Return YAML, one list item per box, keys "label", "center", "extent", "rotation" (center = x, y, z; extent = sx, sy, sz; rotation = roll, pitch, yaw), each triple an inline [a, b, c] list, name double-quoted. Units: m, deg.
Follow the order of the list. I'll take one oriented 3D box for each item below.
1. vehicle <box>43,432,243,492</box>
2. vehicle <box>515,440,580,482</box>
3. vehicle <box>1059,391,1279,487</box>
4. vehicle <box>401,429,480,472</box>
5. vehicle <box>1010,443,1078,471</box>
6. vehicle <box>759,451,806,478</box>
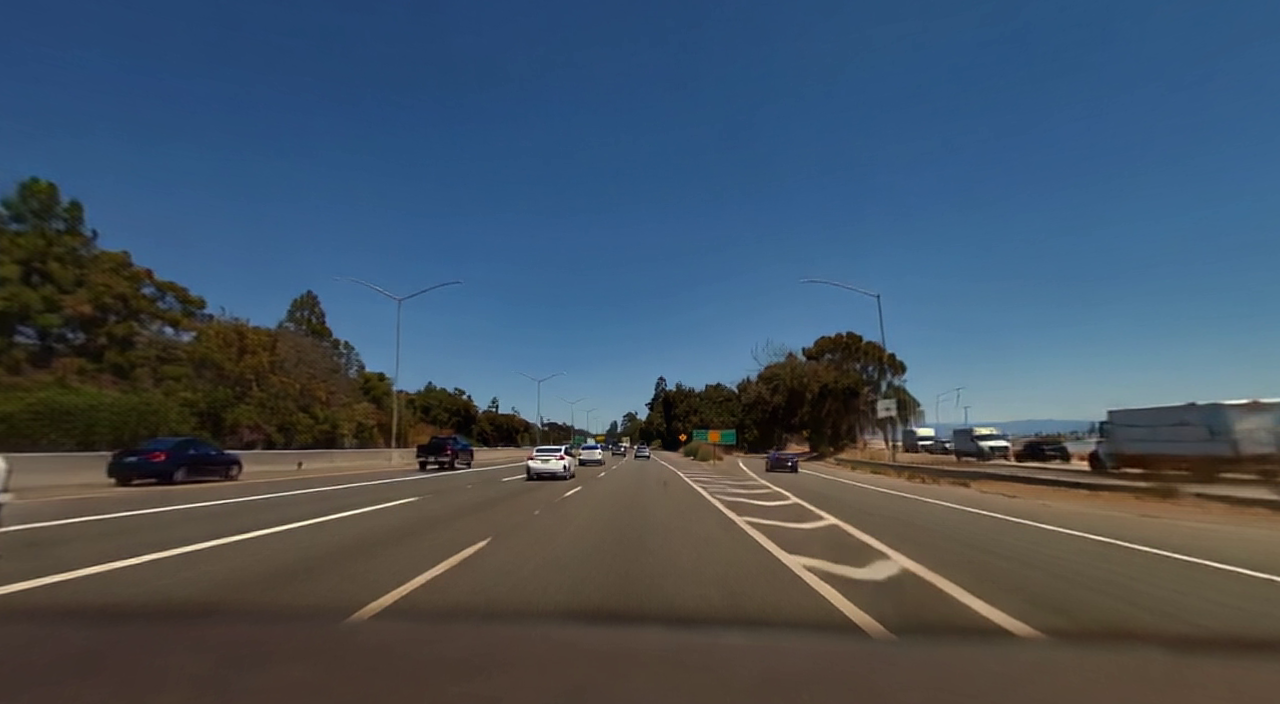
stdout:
- label: "vehicle"
  center: [-14.647, 3.264, 19.026]
  extent: [2.050, 1.537, 4.768]
  rotation: [0, -9, 2]
- label: "vehicle"
  center: [-4.039, 4.866, 28.334]
  extent: [2.132, 1.708, 4.571]
  rotation: [0, -9, 2]
- label: "vehicle"
  center: [25.475, 4.154, 29.745]
  extent: [4.211, 3.637, 11.169]
  rotation: [0, -8, 3]
- label: "vehicle"
  center: [-10.975, 5.478, 35.207]
  extent: [2.442, 2.191, 5.760]
  rotation: [0, -9, 1]
- label: "vehicle"
  center: [26.209, 6.799, 41.026]
  extent: [1.914, 1.667, 4.648]
  rotation: [-1, -9, 9]
- label: "vehicle"
  center: [8.796, 6.953, 39.221]
  extent: [2.153, 1.510, 4.646]
  rotation: [0, -9, 4]
